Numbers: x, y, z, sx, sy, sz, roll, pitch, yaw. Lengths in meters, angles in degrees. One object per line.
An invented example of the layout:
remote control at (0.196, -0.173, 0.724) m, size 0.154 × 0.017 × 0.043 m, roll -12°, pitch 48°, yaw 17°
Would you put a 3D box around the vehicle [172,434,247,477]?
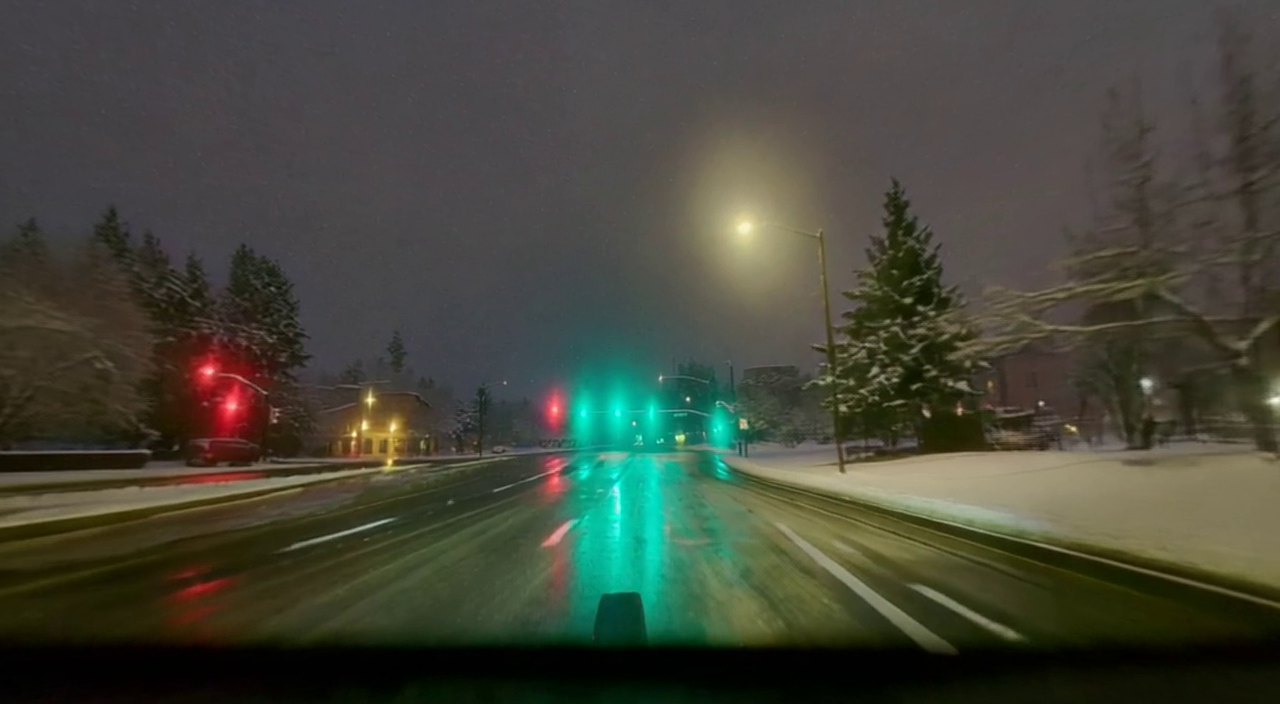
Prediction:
vehicle at (-26.523, 6.358, 39.035) m, size 2.249 × 2.488 × 3.048 m, roll -3°, pitch -8°, yaw 9°
